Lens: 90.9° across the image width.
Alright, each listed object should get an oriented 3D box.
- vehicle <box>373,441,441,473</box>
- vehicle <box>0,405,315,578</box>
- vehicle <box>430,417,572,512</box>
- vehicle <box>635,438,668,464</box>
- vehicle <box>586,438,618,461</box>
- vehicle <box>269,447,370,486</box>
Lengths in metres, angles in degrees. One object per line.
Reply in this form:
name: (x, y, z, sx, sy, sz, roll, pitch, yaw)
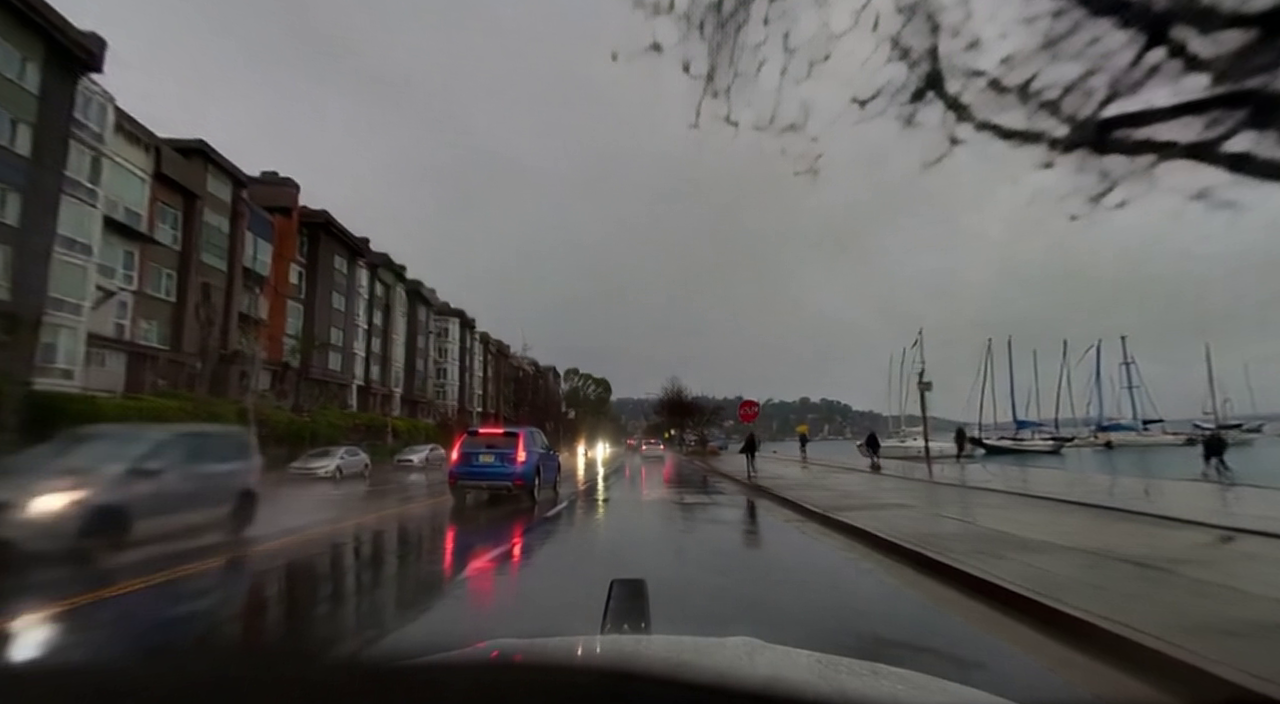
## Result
vehicle: (-13.337, 6.015, 36.415, 2.117, 1.703, 4.373, 0, -8, 2)
vehicle: (-6.660, 1.736, 8.678, 1.987, 1.751, 4.308, 0, -8, 1)
vehicle: (-2.923, 2.497, 14.531, 2.082, 1.817, 4.724, 0, -8, 1)
vehicle: (0.767, 6.543, 41.753, 2.057, 1.624, 3.726, 0, -8, 1)
vehicle: (-2.844, 7.369, 47.797, 2.056, 1.680, 4.205, 0, -8, 2)
vehicle: (-13.472, 4.790, 26.844, 1.871, 1.463, 4.555, 0, -8, 1)
